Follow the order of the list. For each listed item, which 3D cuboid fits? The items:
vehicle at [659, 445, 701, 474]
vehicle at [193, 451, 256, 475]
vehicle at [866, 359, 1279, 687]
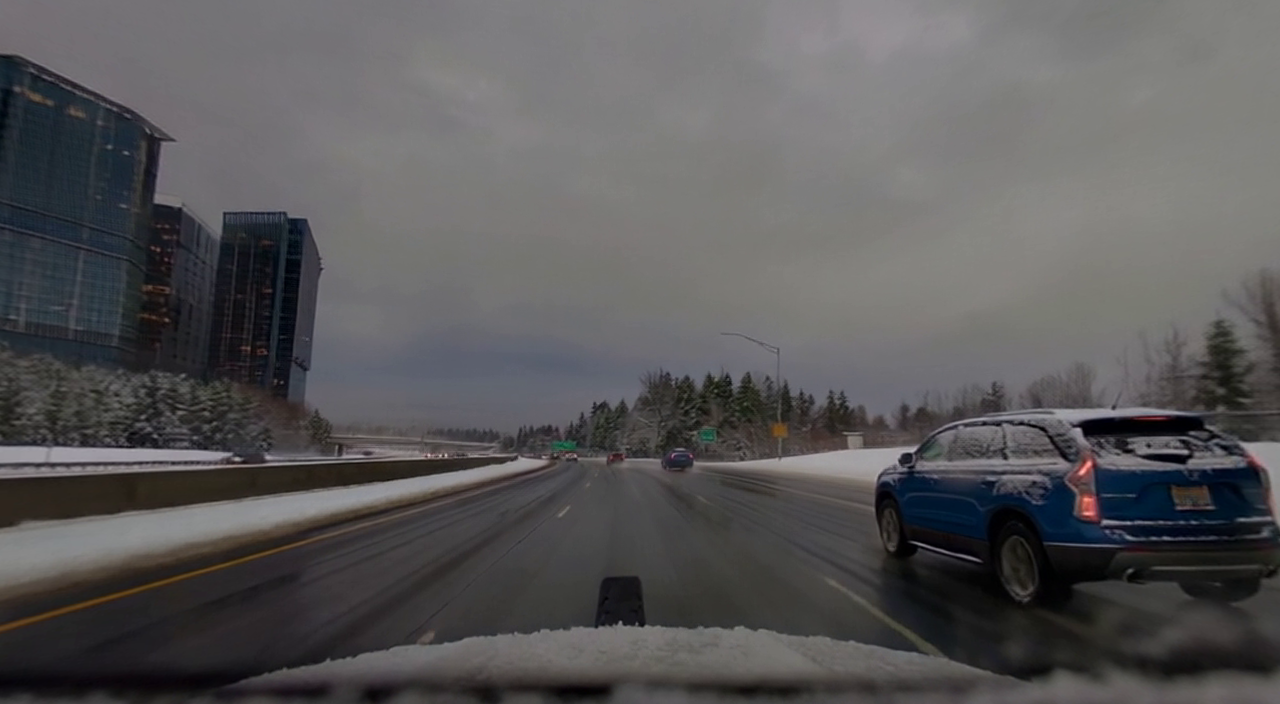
[{"bbox_3d":[2.543,7.006,41.427,2.110,1.780,4.682,1,-8,-5],"label":"vehicle"},{"bbox_3d":[-31.282,8.334,47.706,1.964,1.718,4.549,0,-8,-5],"label":"vehicle"},{"bbox_3d":[4.028,1.266,5.812,2.182,1.826,4.392,0,-8,-1],"label":"vehicle"}]
